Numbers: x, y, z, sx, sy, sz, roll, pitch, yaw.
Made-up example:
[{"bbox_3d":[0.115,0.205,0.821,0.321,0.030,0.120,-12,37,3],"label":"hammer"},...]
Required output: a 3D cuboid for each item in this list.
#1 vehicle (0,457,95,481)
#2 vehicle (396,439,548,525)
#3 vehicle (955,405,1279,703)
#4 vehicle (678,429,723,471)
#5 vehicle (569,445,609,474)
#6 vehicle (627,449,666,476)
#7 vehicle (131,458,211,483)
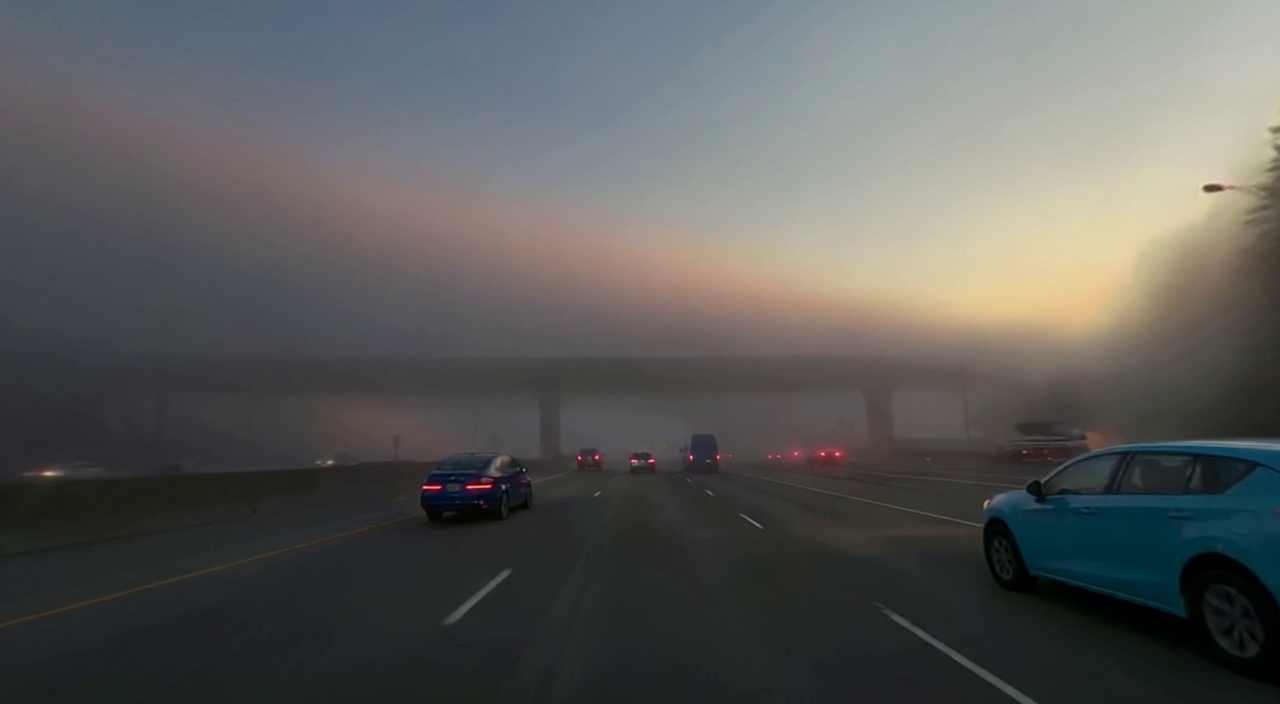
[{"bbox_3d":[-40.530,7.979,43.292,1.864,1.505,4.863,0,-9,0],"label":"vehicle"},{"bbox_3d":[-3.407,2.711,13.701,2.137,1.562,3.926,0,-8,2],"label":"vehicle"},{"bbox_3d":[4.123,1.155,3.816,2.085,1.558,4.466,0,-8,-1],"label":"vehicle"},{"bbox_3d":[4.172,6.934,44.688,2.436,2.745,6.607,0,-8,-1],"label":"vehicle"},{"bbox_3d":[-3.203,6.822,40.226,2.078,1.706,4.298,-1,-8,2],"label":"vehicle"},{"bbox_3d":[0.361,6.536,37.653,2.174,1.467,4.005,0,-8,0],"label":"vehicle"},{"bbox_3d":[-30.005,7.552,40.525,1.718,1.422,4.457,0,-9,0],"label":"vehicle"}]
